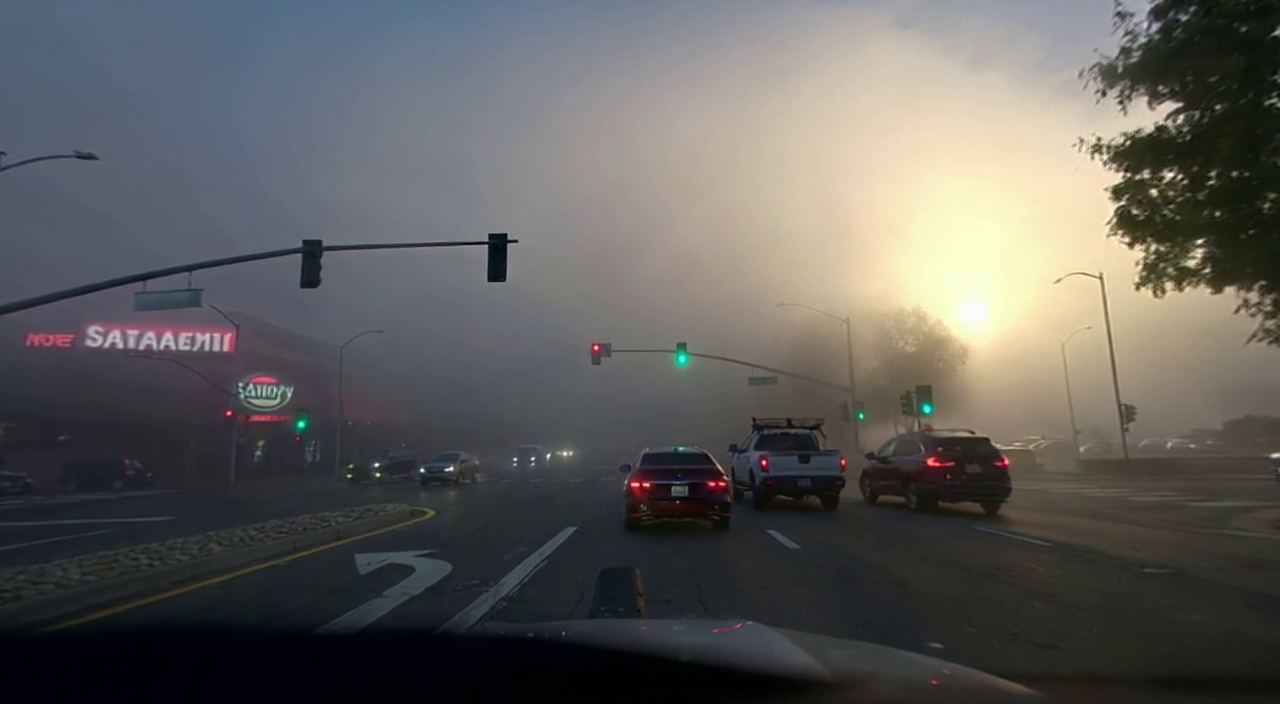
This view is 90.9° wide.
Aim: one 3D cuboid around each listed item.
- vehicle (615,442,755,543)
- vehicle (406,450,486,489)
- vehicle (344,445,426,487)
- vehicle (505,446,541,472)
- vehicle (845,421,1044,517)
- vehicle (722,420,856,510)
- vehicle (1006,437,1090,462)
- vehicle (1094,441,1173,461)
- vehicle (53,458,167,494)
[{"bbox_3d":[0.596,2.328,11.115,2.038,1.447,3.756,0,-8,-2],"label":"vehicle"},{"bbox_3d":[-8.136,4.940,26.897,2.002,1.469,4.301,0,-8,0],"label":"vehicle"},{"bbox_3d":[-12.157,5.416,30.405,1.991,1.844,4.393,0,-8,2],"label":"vehicle"},{"bbox_3d":[-8.418,7.714,45.791,1.904,1.789,4.021,0,-8,-1],"label":"vehicle"},{"bbox_3d":[7.299,2.870,16.026,2.323,2.009,5.266,0,-8,-1],"label":"vehicle"},{"bbox_3d":[3.868,3.059,17.590,2.358,2.116,5.328,0,-8,-1],"label":"vehicle"},{"bbox_3d":[31.403,7.536,48.653,4.885,1.883,2.107,0,-8,1],"label":"vehicle"},{"bbox_3d":[36.363,7.315,46.538,4.230,1.449,1.782,0,-8,1],"label":"vehicle"},{"bbox_3d":[-29.047,6.783,34.625,4.789,1.828,2.025,-2,-9,11],"label":"vehicle"}]
